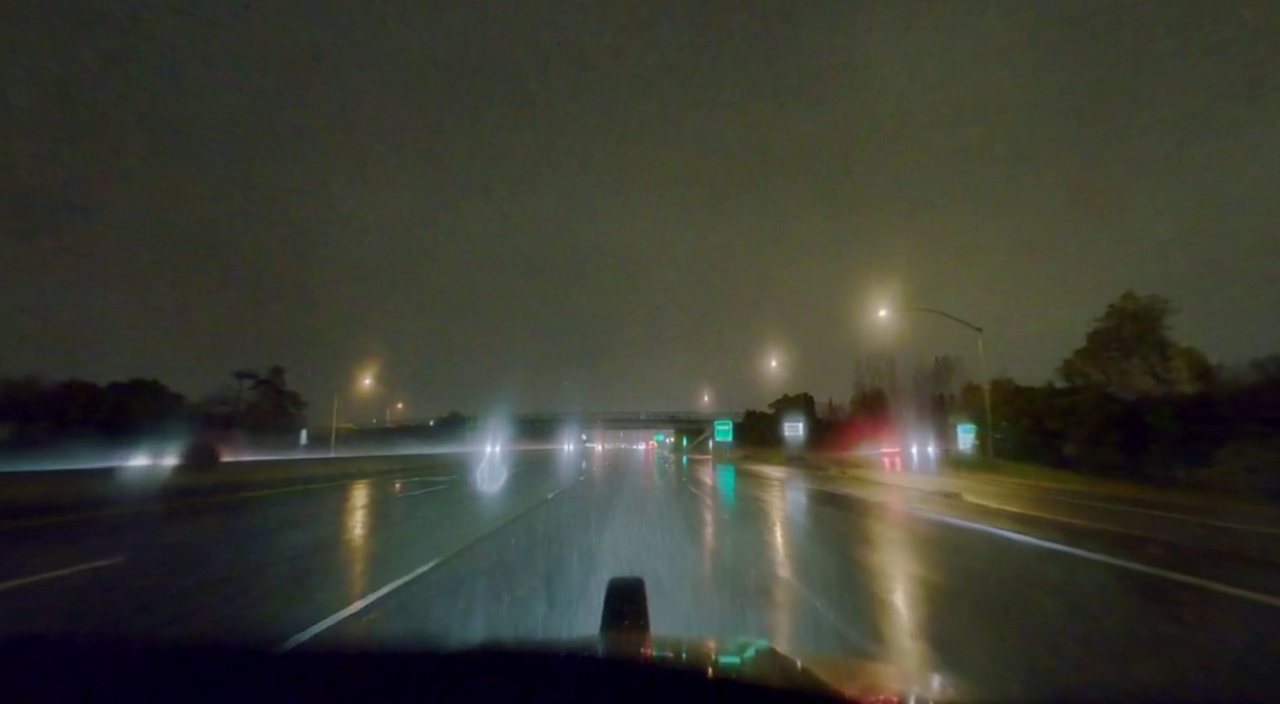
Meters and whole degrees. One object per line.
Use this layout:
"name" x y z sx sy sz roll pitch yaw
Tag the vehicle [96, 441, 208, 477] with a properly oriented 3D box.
"vehicle" -24.426 5.346 31.791 1.977 1.665 4.501 0 -8 0
